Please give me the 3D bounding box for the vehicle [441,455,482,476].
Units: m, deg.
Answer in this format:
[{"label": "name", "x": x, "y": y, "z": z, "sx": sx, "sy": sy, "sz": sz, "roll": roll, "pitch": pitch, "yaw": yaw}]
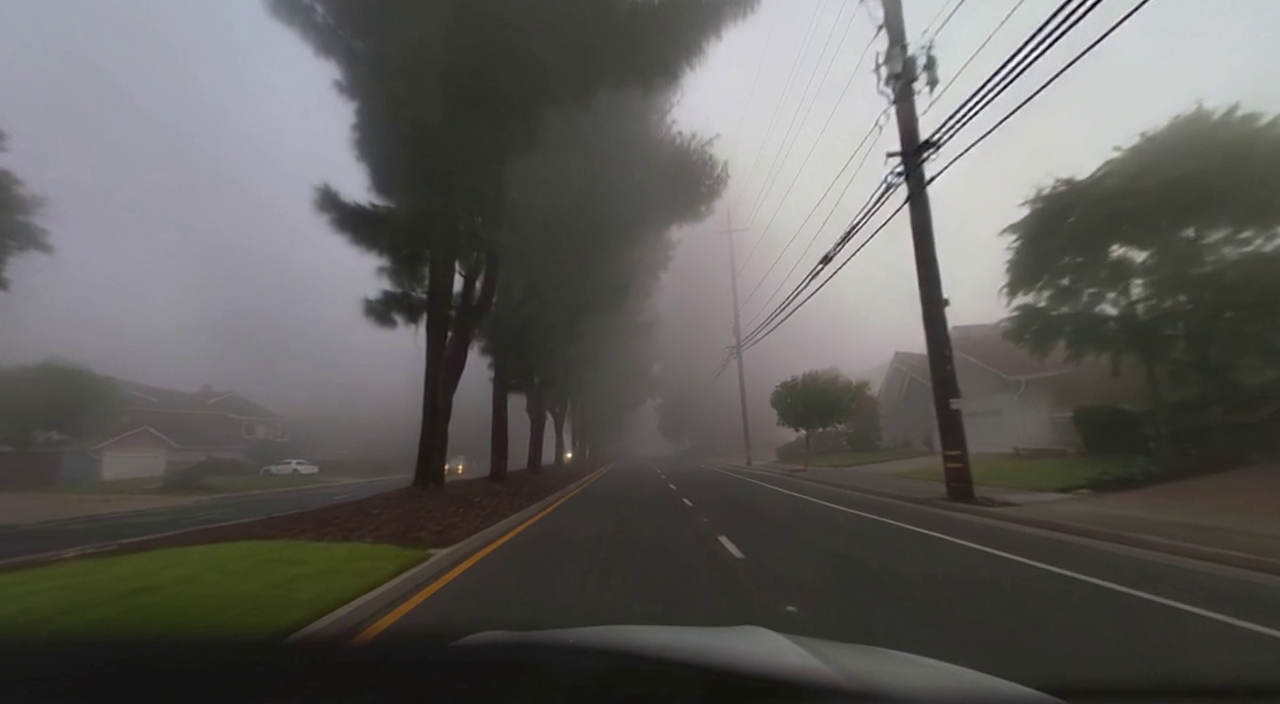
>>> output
[{"label": "vehicle", "x": -13.642, "y": 8.666, "z": 48.535, "sx": 1.897, "sy": 1.451, "sz": 4.298, "roll": 0, "pitch": -9, "yaw": 0}]
